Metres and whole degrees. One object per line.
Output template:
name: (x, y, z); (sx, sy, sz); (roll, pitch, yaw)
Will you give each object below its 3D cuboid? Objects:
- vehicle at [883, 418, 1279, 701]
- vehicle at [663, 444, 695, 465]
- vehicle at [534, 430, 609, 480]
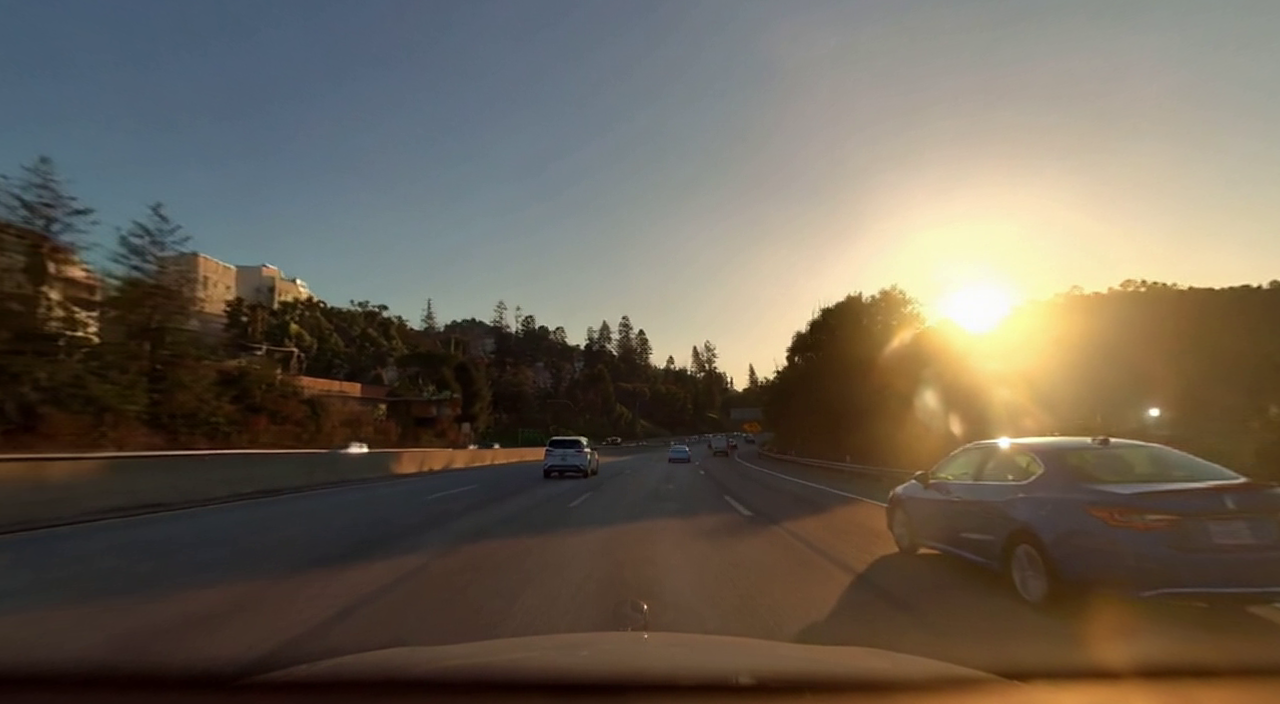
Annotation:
vehicle: (4.151, 1.453, 5.675); (2.131, 1.497, 4.456); (0, -9, 0)
vehicle: (2.814, 7.224, 44.603); (2.158, 1.458, 3.656); (-1, -9, 5)
vehicle: (-2.634, 4.147, 25.556); (2.185, 1.823, 4.854); (0, -9, 4)
